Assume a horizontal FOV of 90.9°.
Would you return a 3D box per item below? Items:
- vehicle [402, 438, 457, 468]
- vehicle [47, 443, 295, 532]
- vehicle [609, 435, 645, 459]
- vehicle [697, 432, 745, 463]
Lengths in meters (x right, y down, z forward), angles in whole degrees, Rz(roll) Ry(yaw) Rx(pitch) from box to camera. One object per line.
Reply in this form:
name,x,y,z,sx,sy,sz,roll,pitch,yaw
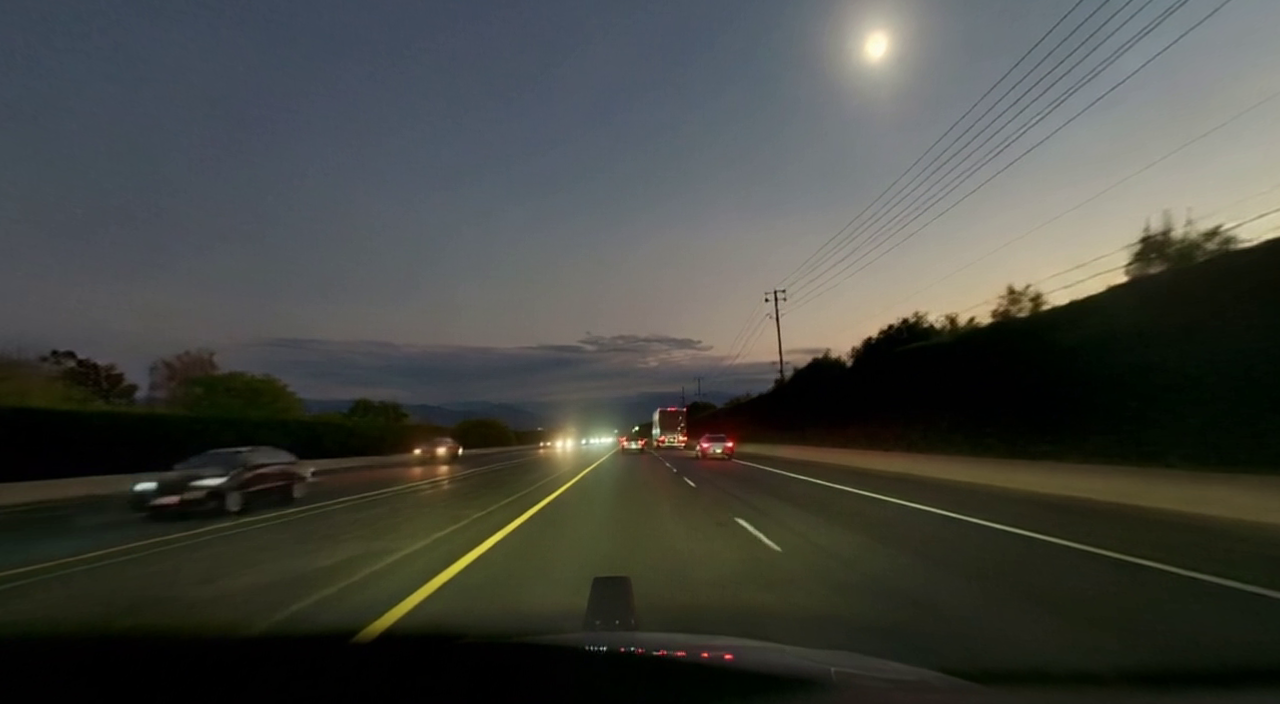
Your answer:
vehicle,-13.421,6.451,40.471,2.119,1.787,4.146,0,-8,0
vehicle,-9.560,2.736,13.420,2.106,1.511,4.134,0,-8,-1
vehicle,-0.816,6.056,40.416,2.163,1.466,3.693,0,-8,-1
vehicle,4.258,5.049,33.607,1.930,1.573,3.853,0,-8,-2
